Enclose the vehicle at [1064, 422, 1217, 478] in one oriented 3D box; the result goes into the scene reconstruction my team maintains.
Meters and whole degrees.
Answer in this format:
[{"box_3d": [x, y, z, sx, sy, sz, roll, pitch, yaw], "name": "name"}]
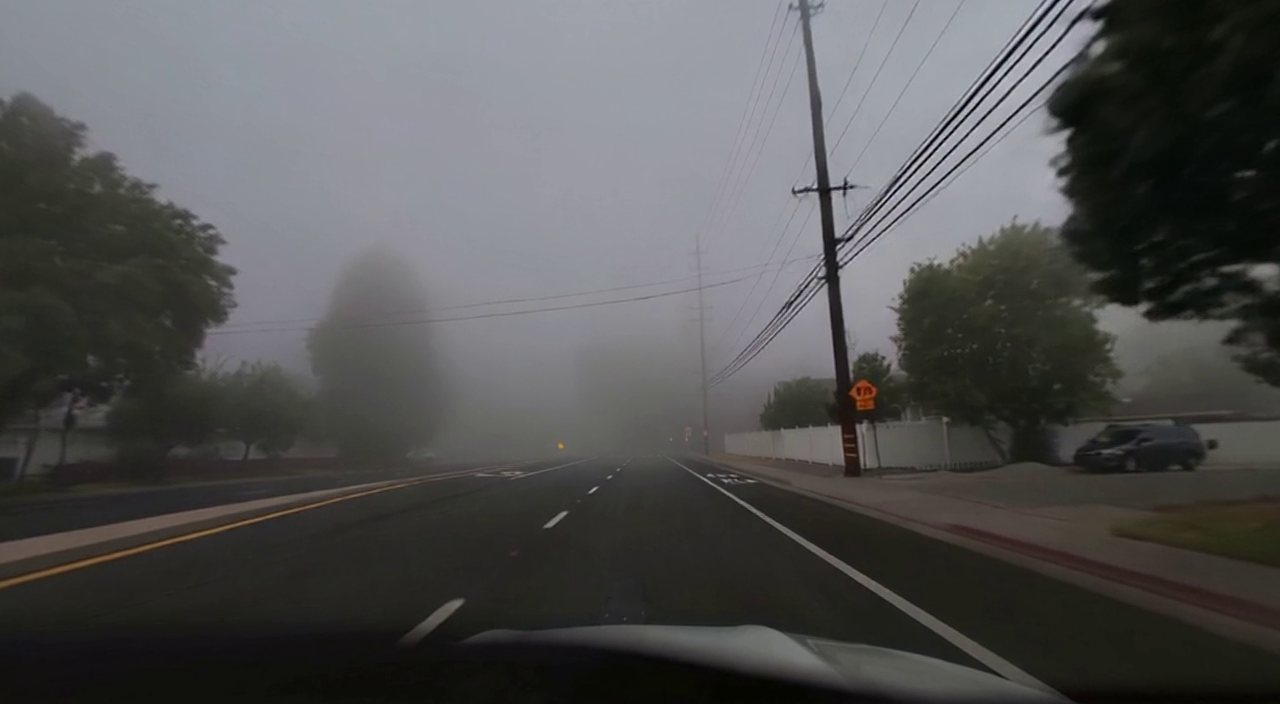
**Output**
[{"box_3d": [18.427, 3.599, 23.303, 4.229, 1.911, 2.134, 2, -8, -13], "name": "vehicle"}]
